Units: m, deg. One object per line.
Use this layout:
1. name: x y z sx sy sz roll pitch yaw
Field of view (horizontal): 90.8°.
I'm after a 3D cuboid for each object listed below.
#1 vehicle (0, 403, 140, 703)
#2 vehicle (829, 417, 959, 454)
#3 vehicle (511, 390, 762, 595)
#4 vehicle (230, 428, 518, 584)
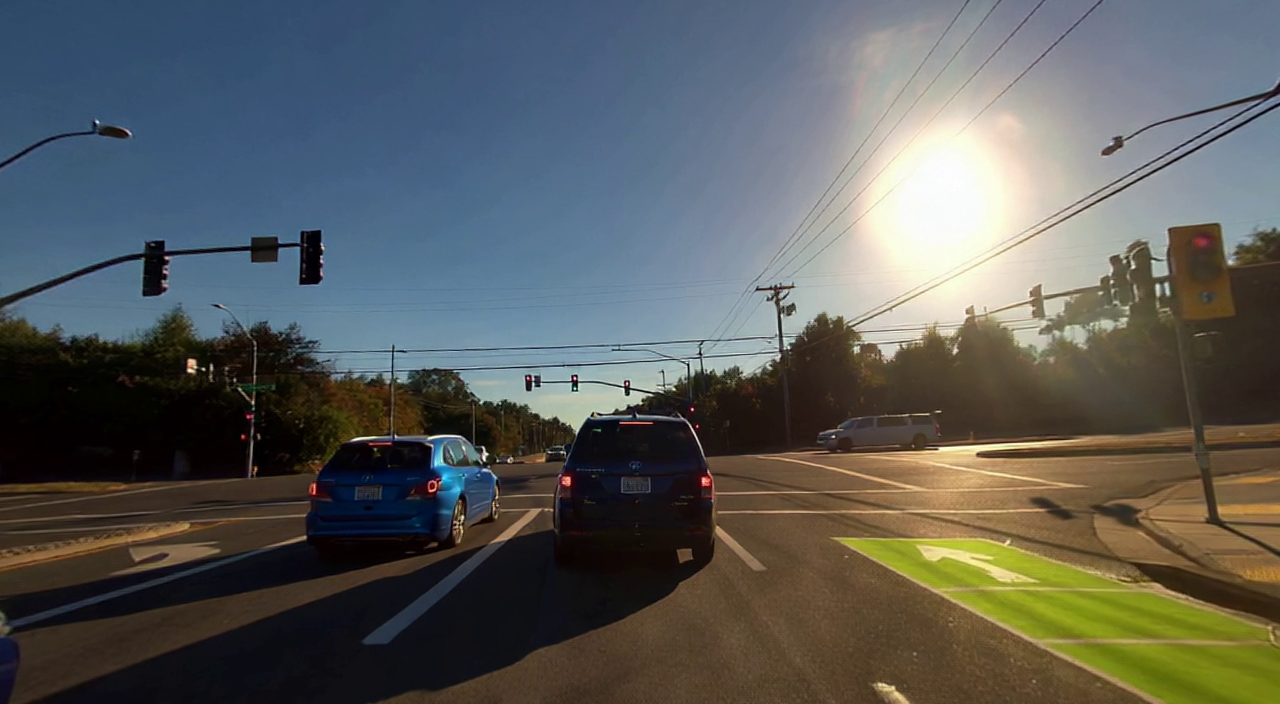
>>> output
1. vehicle: -3.350 0.662 0.449 1.928 1.488 4.936 0 -8 0
2. vehicle: 13.846 4.605 34.825 6.143 1.944 2.229 -1 -8 5
3. vehicle: -0.060 1.522 7.615 2.182 1.773 4.041 0 -8 -1
4. vehicle: -2.932 1.767 8.007 1.969 1.486 3.702 0 -8 1
